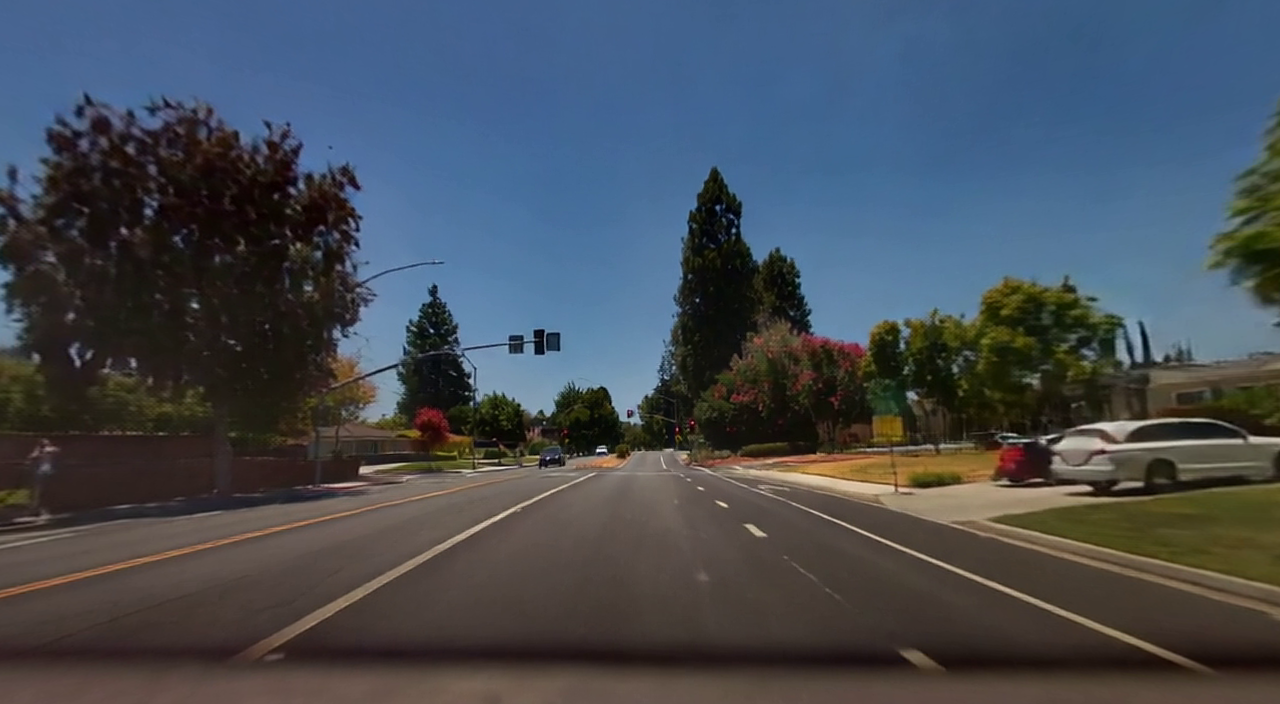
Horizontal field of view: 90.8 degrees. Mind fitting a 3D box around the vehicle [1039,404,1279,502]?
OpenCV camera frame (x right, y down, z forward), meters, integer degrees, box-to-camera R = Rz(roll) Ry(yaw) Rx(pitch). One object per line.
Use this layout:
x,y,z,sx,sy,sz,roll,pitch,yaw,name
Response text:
10.835,1.984,12.576,4.423,1.779,1.883,0,-8,1,vehicle
